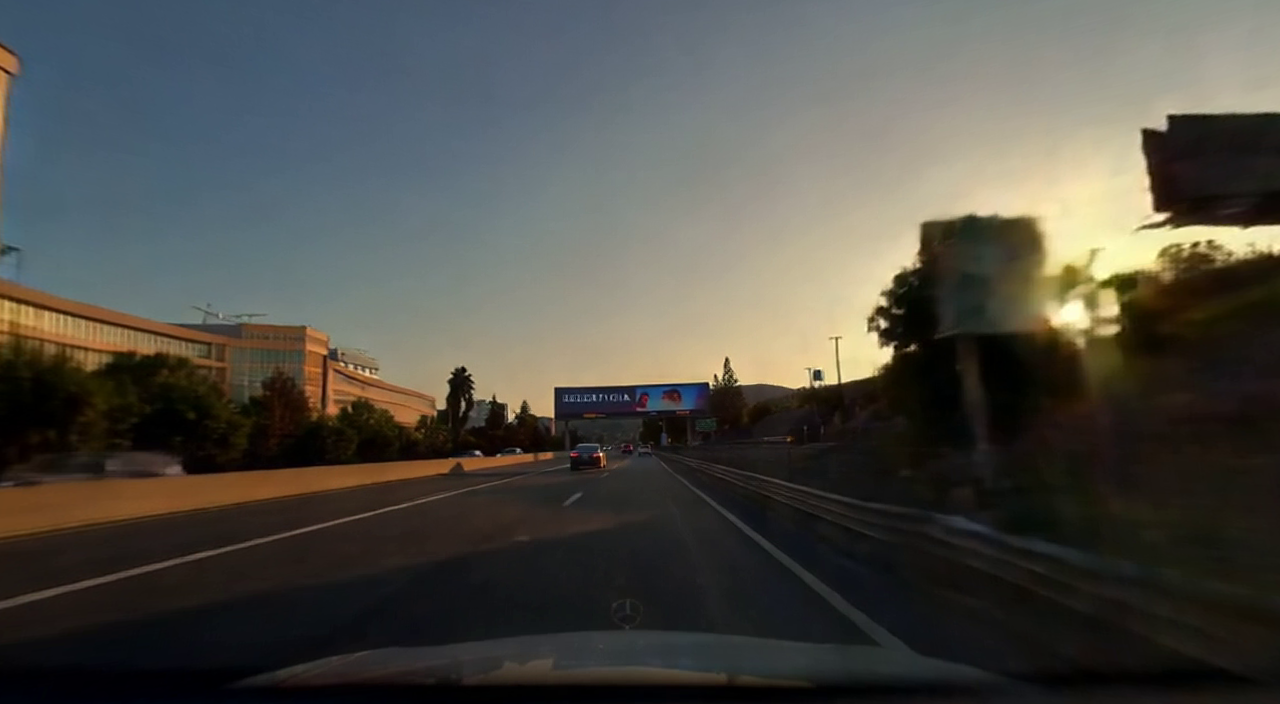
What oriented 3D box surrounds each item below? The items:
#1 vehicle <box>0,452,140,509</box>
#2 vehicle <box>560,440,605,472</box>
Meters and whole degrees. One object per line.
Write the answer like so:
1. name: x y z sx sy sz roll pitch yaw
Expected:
1. vehicle: -17.191 3.741 18.732 1.629 1.476 3.605 -1 -9 0
2. vehicle: -3.403 6.287 38.382 2.159 1.793 5.027 -1 -9 1
